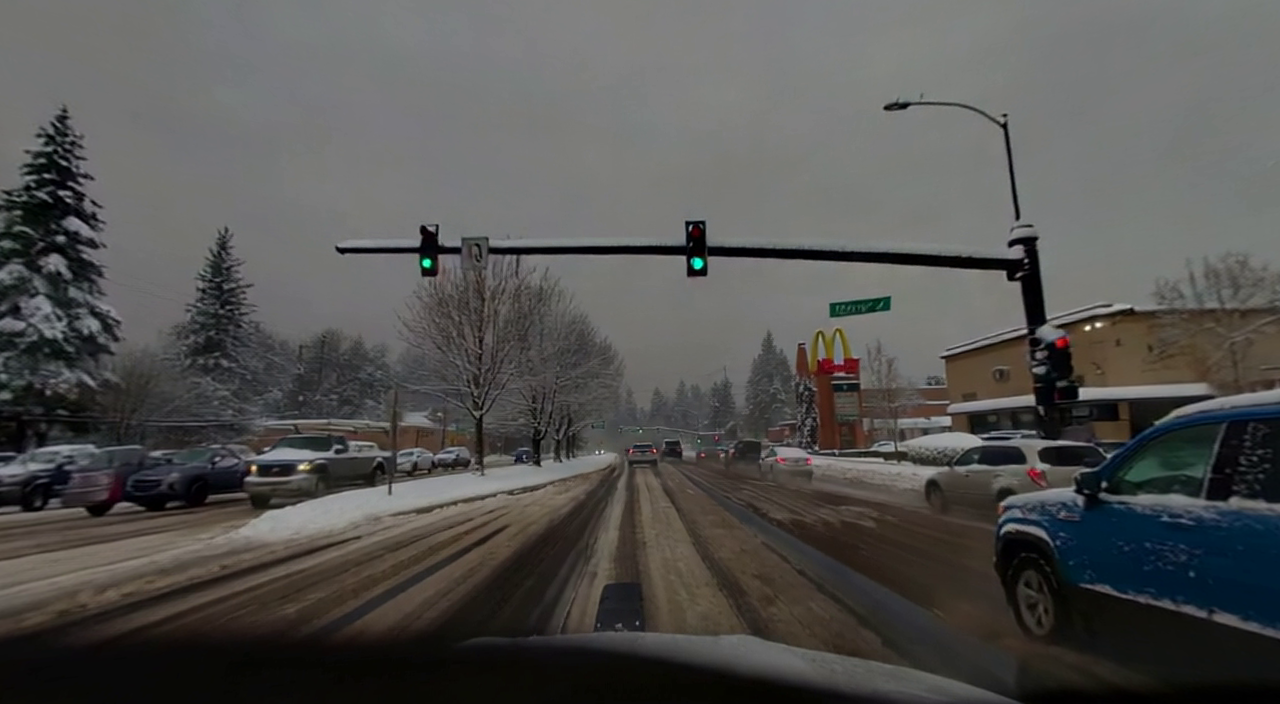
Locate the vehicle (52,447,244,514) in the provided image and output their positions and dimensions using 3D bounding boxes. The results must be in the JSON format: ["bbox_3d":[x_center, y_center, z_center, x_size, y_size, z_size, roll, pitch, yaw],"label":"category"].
[{"bbox_3d":[-14.058,3.652,18.514,2.015,1.679,4.535,0,-9,-1],"label":"vehicle"}]

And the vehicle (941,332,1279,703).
[{"bbox_3d":[3.427,0.845,2.706,2.076,1.716,4.416,0,-9,0],"label":"vehicle"}]

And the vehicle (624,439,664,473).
[{"bbox_3d":[0.187,6.510,39.716,2.402,1.938,4.535,0,-9,-1],"label":"vehicle"}]

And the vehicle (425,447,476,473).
[{"bbox_3d":[-14.045,8.031,47.212,2.159,1.836,5.038,0,-9,1],"label":"vehicle"}]

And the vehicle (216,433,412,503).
[{"bbox_3d":[-10.517,3.812,21.431,2.909,1.956,6.908,0,-9,1],"label":"vehicle"}]

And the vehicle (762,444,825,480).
[{"bbox_3d":[6.952,5.004,28.959,1.879,1.517,4.006,0,-9,0],"label":"vehicle"}]
